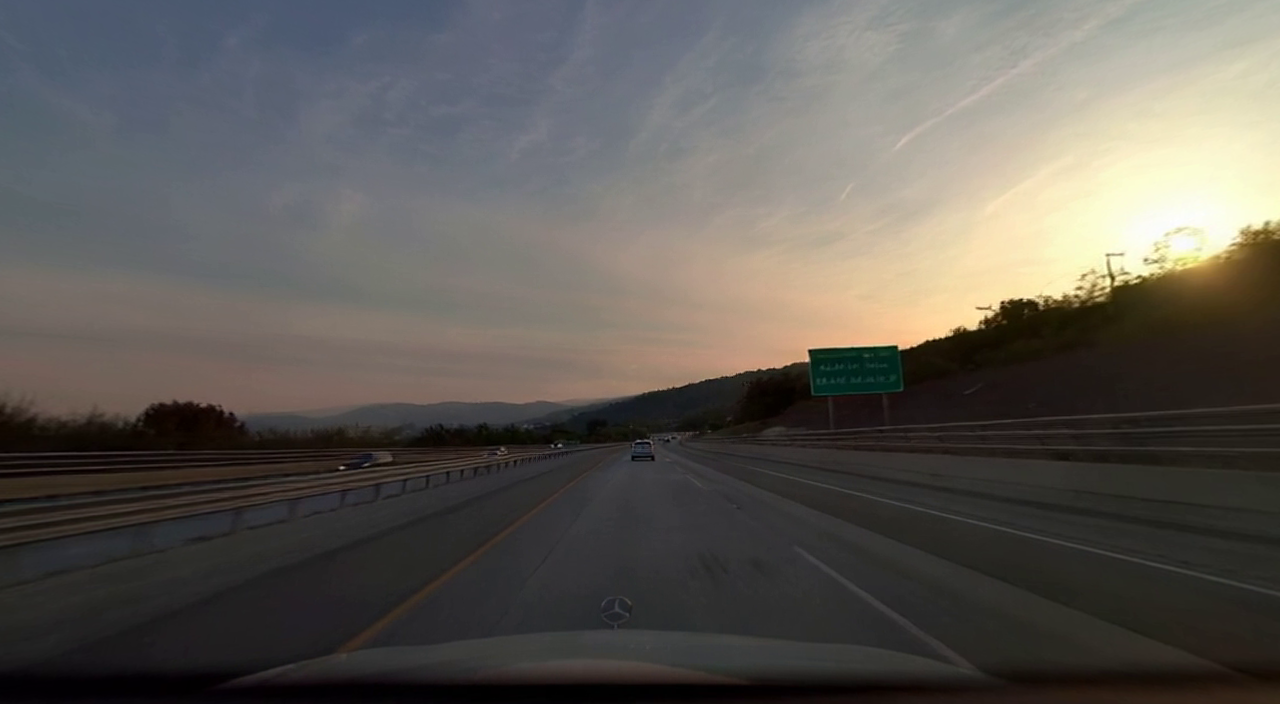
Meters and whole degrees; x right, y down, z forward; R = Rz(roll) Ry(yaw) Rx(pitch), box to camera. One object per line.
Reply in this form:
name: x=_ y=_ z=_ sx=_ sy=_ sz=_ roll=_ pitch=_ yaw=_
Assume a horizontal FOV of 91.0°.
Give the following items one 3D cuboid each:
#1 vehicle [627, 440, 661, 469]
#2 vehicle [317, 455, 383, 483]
vehicle: x=0.238 y=6.502 z=40.195 sx=2.059 sy=1.696 sz=4.165 roll=0 pitch=-8 yaw=0
vehicle: x=-17.315 y=6.974 z=37.811 sx=1.836 sy=1.478 sz=4.655 roll=0 pitch=-8 yaw=-1
